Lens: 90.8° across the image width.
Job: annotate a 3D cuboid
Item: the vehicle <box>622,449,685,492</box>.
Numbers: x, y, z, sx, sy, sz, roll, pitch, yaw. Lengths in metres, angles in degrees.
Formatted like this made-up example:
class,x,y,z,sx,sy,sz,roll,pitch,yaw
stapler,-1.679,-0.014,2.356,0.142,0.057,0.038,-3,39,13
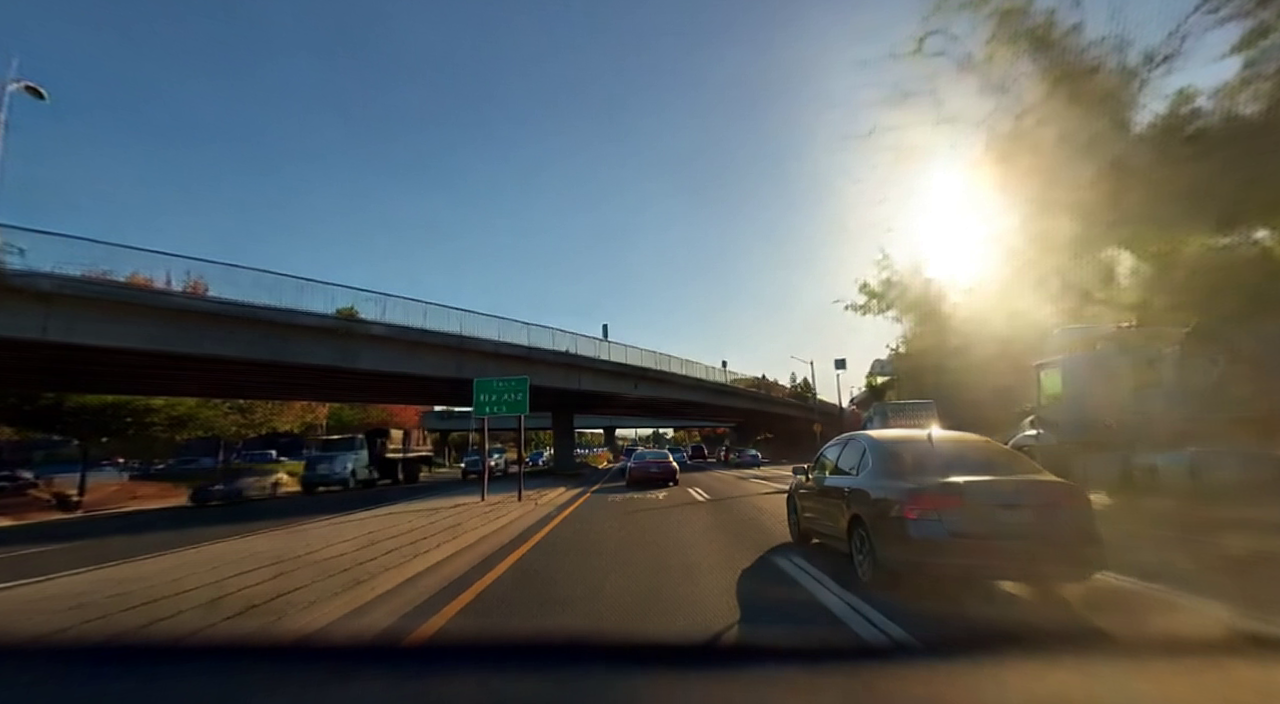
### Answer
class,x,y,z,sx,sy,sz,roll,pitch,yaw
vehicle,0.444,4.143,22.439,2.027,1.341,3.775,0,-9,0

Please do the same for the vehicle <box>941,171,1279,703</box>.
class,x,y,z,sx,sy,sz,roll,pitch,yaw
vehicle,3.431,0.541,1.921,2.588,2.321,4.927,0,-9,1

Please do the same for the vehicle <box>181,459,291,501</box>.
class,x,y,z,sx,sy,sz,roll,pitch,yaw
vehicle,-19.118,6.043,30.227,2.091,1.771,4.727,0,-9,0

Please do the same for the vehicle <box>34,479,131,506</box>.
class,x,y,z,sx,sy,sz,roll,pitch,yaw
vehicle,-32.609,8.215,37.036,3.907,1.435,1.765,0,-9,-2

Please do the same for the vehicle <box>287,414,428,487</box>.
class,x,y,z,sx,sy,sz,roll,pitch,yaw
vehicle,-15.793,5.672,36.693,3.206,3.617,10.684,0,-9,0

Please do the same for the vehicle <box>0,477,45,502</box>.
class,x,y,z,sx,sy,sz,roll,pitch,yaw
vehicle,-45.135,9.770,44.733,4.067,1.637,1.836,-1,-10,-1

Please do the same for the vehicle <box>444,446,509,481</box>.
class,x,y,z,sx,sy,sz,roll,pitch,yaw
vehicle,-8.665,5.927,33.936,2.165,1.764,4.671,0,-9,1

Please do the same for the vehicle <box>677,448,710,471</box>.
class,x,y,z,sx,sy,sz,roll,pitch,yaw
vehicle,3.627,7.352,43.394,1.962,1.431,4.205,0,-9,0
